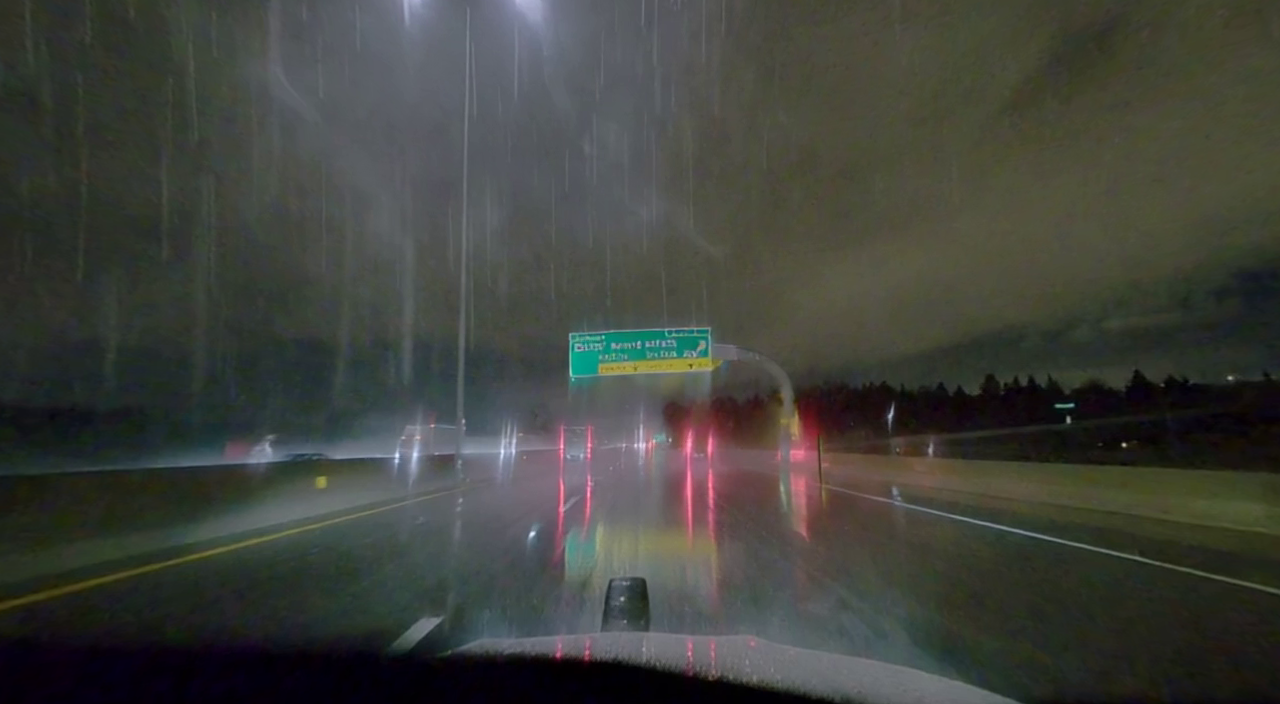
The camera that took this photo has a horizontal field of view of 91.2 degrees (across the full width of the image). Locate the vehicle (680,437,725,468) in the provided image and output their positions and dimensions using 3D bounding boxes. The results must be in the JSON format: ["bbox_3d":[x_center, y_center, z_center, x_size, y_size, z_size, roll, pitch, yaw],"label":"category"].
[{"bbox_3d":[3.557,5.807,36.470,2.202,1.682,4.188,0,-8,0],"label":"vehicle"}]

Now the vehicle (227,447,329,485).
[{"bbox_3d":[-16.555,5.205,28.987,1.945,1.581,4.530,0,-9,1],"label":"vehicle"}]

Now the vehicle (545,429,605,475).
[{"bbox_3d":[-3.088,4.878,30.849,2.291,2.052,4.887,0,-9,1],"label":"vehicle"}]
